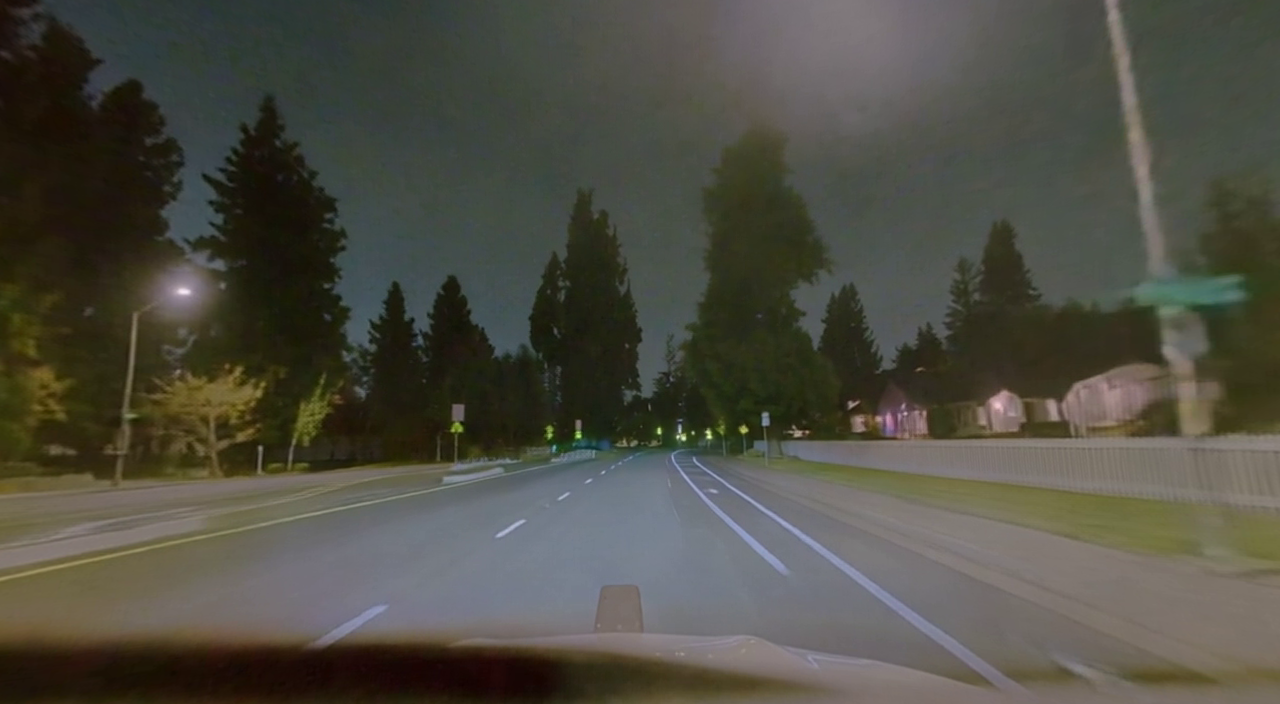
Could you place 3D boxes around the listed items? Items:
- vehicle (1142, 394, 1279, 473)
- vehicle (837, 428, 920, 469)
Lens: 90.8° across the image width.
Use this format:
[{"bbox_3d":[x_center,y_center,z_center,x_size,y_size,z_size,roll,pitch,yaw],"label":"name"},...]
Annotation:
[{"bbox_3d":[21.519,2.911,22.487,5.234,2.631,2.232,0,-8,-1],"label":"vehicle"},{"bbox_3d":[10.659,4.362,28.612,1.938,1.695,4.296,0,-8,-2],"label":"vehicle"}]
